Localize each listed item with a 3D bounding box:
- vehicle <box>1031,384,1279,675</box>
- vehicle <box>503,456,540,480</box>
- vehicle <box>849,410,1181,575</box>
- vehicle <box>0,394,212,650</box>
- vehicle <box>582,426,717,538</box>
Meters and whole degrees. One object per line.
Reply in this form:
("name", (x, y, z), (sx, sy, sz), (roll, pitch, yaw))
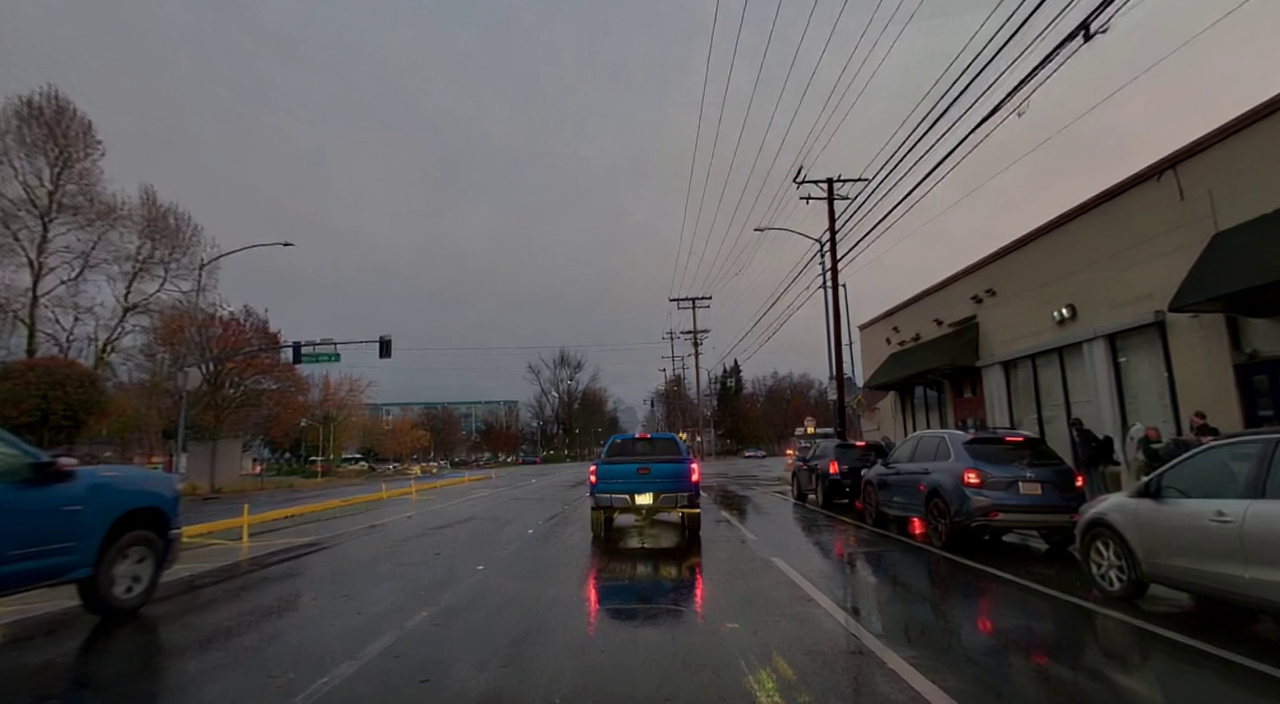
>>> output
("vehicle", (4.902, 1.094, 3.889), (2.014, 1.755, 4.520), (0, -9, 0))
("vehicle", (-9.051, 8.868, 48.418), (1.968, 1.654, 4.292), (0, -9, 1))
("vehicle", (4.936, 1.912, 9.416), (2.007, 1.786, 4.870), (0, -9, 1))
("vehicle", (-5.638, 1.081, 3.754), (2.140, 1.768, 5.092), (-1, -9, 7))
("vehicle", (0.142, 2.375, 12.144), (2.089, 1.699, 4.650), (0, -9, 0))
